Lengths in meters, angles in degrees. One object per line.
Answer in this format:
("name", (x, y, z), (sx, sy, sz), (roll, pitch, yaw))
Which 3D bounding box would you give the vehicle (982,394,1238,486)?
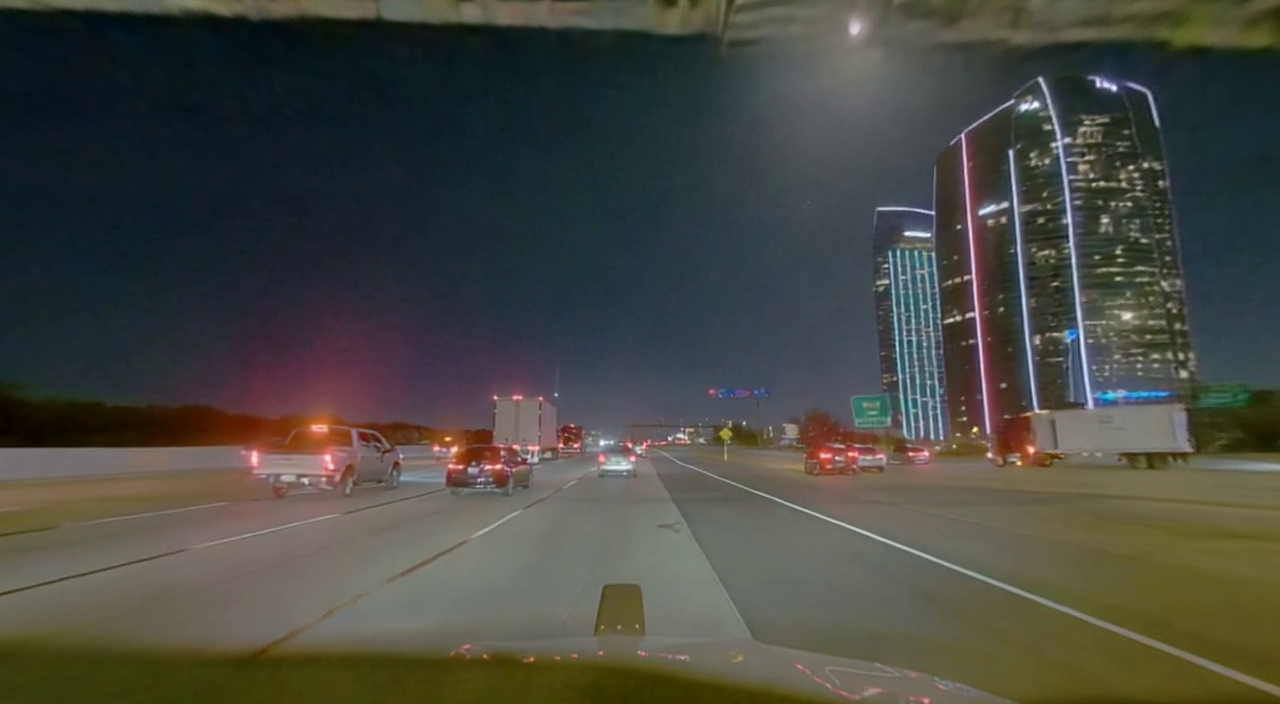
("vehicle", (22.788, 4.401, 31.254), (3.015, 3.855, 9.519), (8, -12, -42))

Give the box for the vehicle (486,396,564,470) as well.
("vehicle", (-5.791, 4.347, 33.184), (2.955, 3.359, 8.322), (1, -9, -4))

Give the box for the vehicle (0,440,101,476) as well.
("vehicle", (-29.994, 5.229, 31.329), (2.002, 1.660, 4.883), (0, -9, -1))

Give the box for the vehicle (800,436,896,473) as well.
("vehicle", (12.050, 5.988, 37.048), (2.415, 1.972, 5.572), (3, -9, -18))

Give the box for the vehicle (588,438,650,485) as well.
("vehicle", (-0.677, 3.831, 22.235), (1.991, 1.488, 3.922), (0, -9, 0))

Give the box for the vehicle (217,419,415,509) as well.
("vehicle", (-7.522, 2.656, 15.374), (2.190, 1.821, 4.800), (0, -9, 1))

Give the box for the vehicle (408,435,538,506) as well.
("vehicle", (-3.988, 2.904, 15.873), (2.016, 1.497, 4.235), (0, -9, 2))

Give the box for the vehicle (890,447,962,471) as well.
("vehicle", (18.679, 6.988, 41.282), (1.902, 1.494, 4.239), (3, -9, -17))
